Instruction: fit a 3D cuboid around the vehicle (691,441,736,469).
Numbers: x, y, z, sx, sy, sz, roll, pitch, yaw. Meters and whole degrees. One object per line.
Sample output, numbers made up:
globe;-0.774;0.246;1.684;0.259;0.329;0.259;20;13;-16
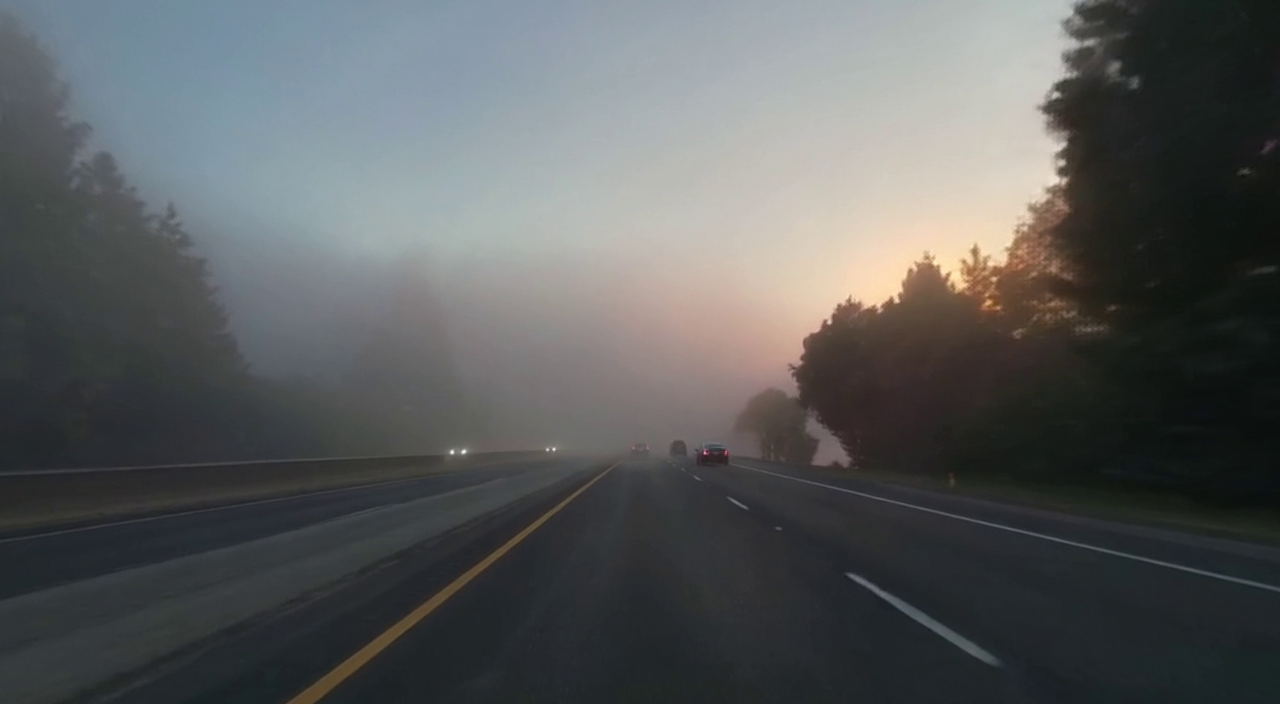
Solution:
vehicle;4.223;6.004;36.836;2.062;1.518;4.026;0;-8;-1
